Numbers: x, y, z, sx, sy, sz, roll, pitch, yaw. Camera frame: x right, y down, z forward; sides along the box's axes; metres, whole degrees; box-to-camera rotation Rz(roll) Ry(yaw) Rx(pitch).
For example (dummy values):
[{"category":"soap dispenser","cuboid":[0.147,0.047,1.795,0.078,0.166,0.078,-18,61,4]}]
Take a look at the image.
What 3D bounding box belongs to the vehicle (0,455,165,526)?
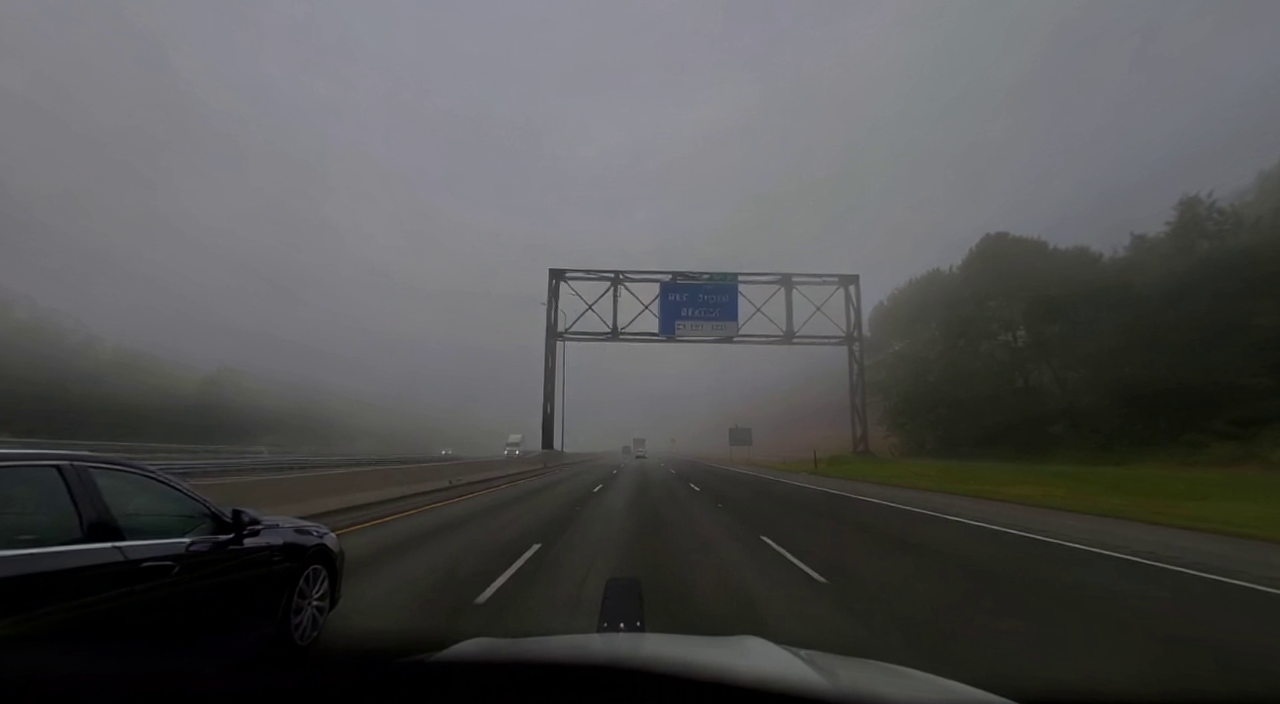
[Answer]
[{"category":"vehicle","cuboid":[-14.952,3.429,16.182,1.836,1.495,4.668,0,-9,0]}]
